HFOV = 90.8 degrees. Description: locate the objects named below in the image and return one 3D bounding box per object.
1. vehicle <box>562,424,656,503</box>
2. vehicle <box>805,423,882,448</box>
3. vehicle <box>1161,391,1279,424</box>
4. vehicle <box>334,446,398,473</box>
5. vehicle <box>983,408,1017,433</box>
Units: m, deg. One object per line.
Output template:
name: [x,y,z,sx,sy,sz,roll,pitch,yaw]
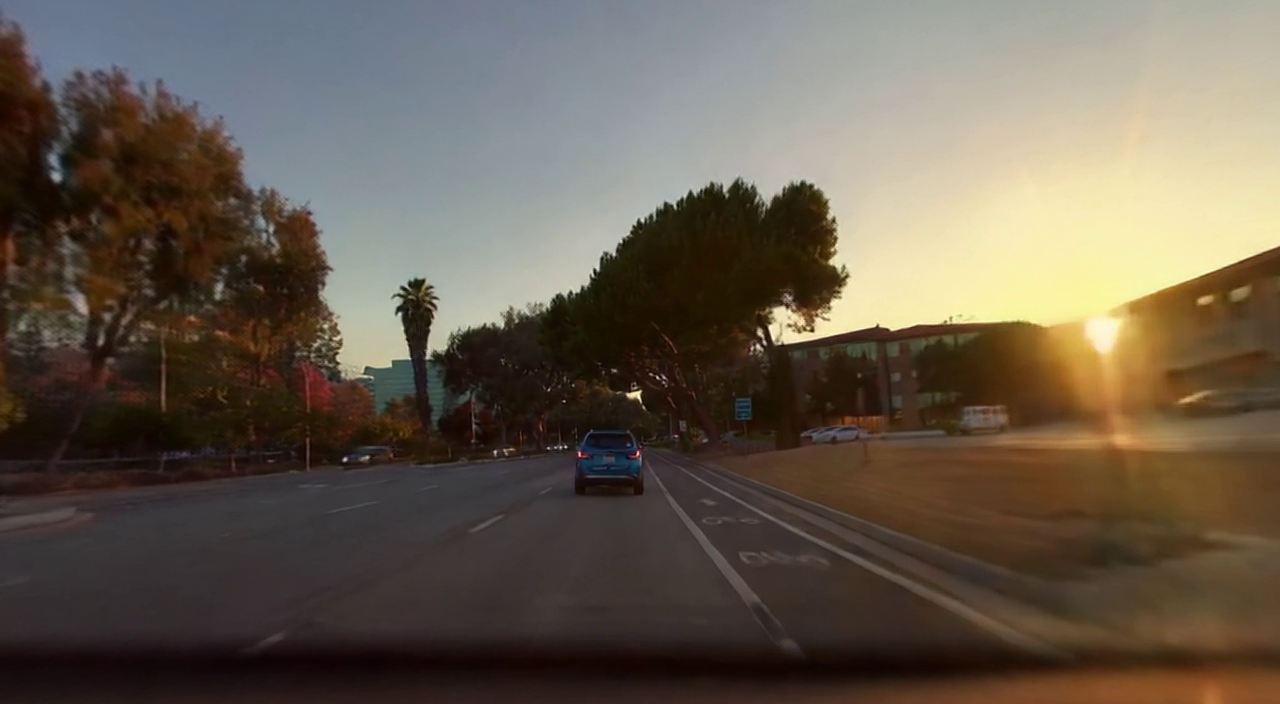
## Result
vehicle: [-0.733,2.836,16.437,2.131,1.761,4.242,0,-8,-1]
vehicle: [12.653,5.239,39.472,4.204,1.486,1.781,1,-8,-1]
vehicle: [32.682,3.192,35.705,1.851,1.595,4.463,5,-10,-28]
vehicle: [-17.475,6.853,40.587,1.978,1.620,4.642,0,-8,0]
vehicle: [26.348,5.080,46.345,1.895,1.576,4.434,-5,-10,27]
